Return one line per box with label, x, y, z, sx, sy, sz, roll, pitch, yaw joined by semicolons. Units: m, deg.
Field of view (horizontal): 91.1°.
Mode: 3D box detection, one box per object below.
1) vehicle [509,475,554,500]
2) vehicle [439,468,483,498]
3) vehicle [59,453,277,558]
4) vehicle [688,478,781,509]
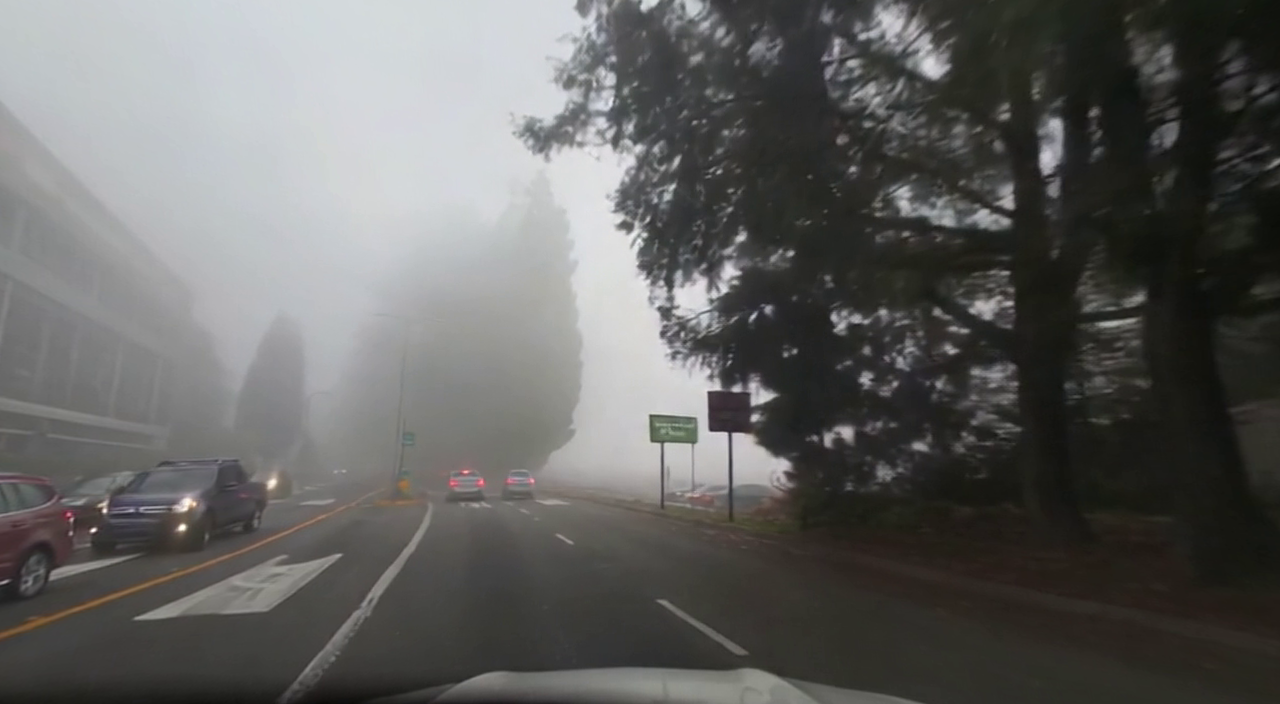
vehicle;-5.662;6.992;32.563;1.775;1.186;2.933;4;-11;-19
vehicle;-9.790;7.121;34.243;2.005;1.498;3.643;4;-11;-19
vehicle;-9.252;3.011;12.908;2.011;1.701;4.519;4;-11;-17
vehicle;4.758;7.190;31.917;4.302;1.456;1.832;2;-11;-10
